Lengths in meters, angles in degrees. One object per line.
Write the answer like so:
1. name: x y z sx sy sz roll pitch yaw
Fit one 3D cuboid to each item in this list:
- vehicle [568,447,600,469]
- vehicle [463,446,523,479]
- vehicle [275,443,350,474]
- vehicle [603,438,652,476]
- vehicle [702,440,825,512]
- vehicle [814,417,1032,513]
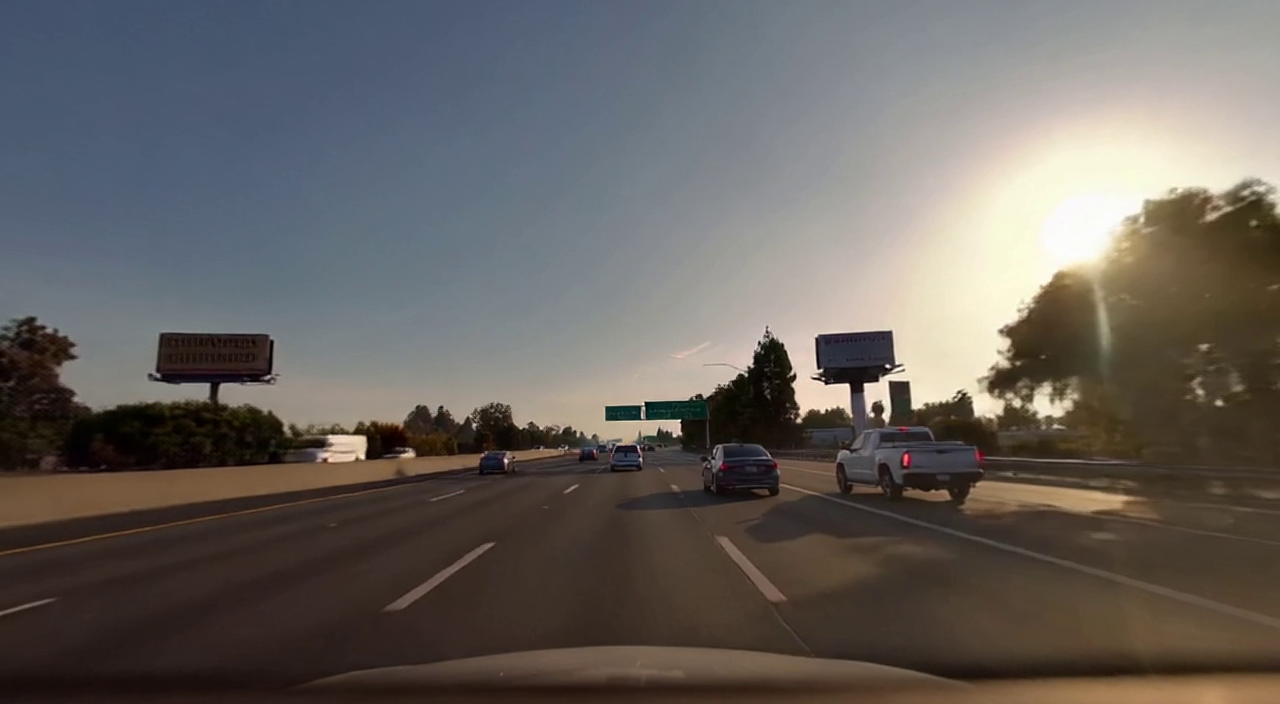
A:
1. vehicle: -4.047 7.711 46.164 1.935 1.487 4.076 0 -8 0
2. vehicle: -7.251 5.475 31.541 1.920 1.482 4.385 0 -8 0
3. vehicle: -19.175 6.227 37.236 1.845 1.731 4.715 0 -8 1
4. vehicle: -0.620 5.388 32.662 2.323 1.805 4.729 0 -8 0
5. vehicle: 2.768 2.870 15.198 2.011 1.462 4.286 0 -8 -1
6. vehicle: 6.515 2.707 15.722 2.635 1.919 5.907 0 -8 -1
